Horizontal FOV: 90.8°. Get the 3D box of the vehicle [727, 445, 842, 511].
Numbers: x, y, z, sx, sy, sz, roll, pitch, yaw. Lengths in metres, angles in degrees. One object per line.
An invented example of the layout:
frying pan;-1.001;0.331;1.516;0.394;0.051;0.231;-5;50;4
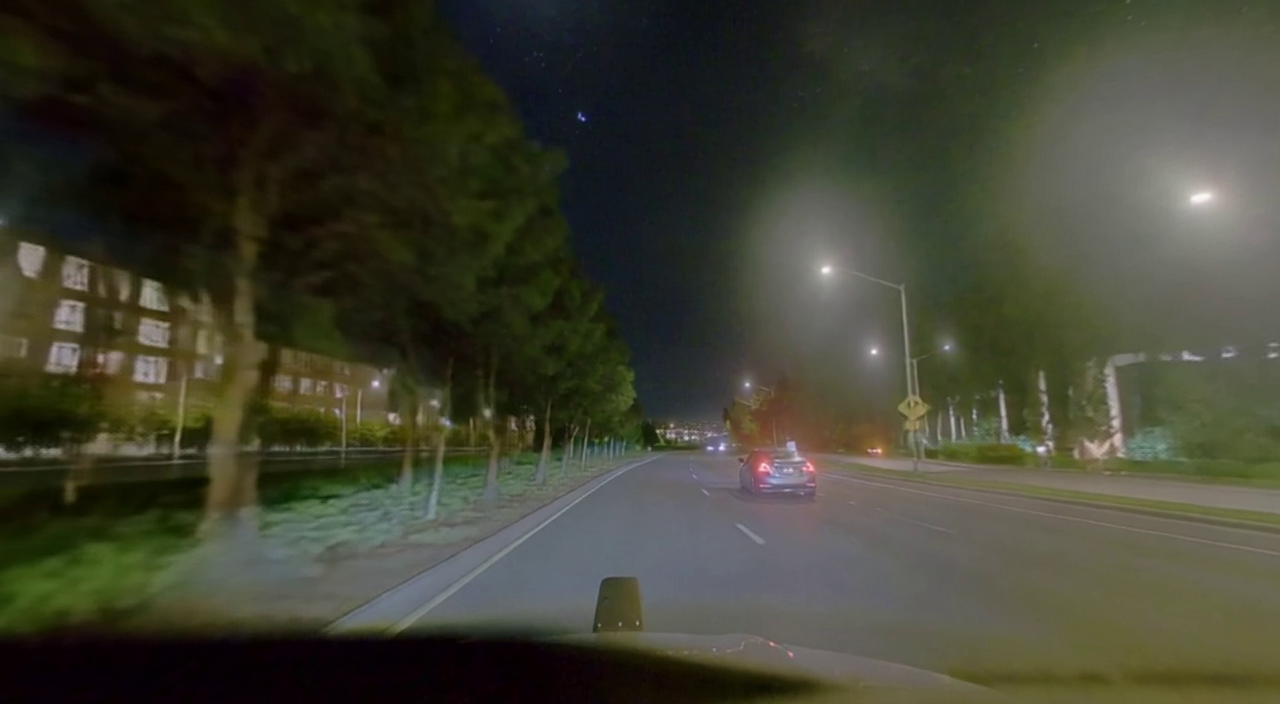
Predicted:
vehicle;3.602;3.199;16.627;1.928;1.481;4.453;0;-9;-1
